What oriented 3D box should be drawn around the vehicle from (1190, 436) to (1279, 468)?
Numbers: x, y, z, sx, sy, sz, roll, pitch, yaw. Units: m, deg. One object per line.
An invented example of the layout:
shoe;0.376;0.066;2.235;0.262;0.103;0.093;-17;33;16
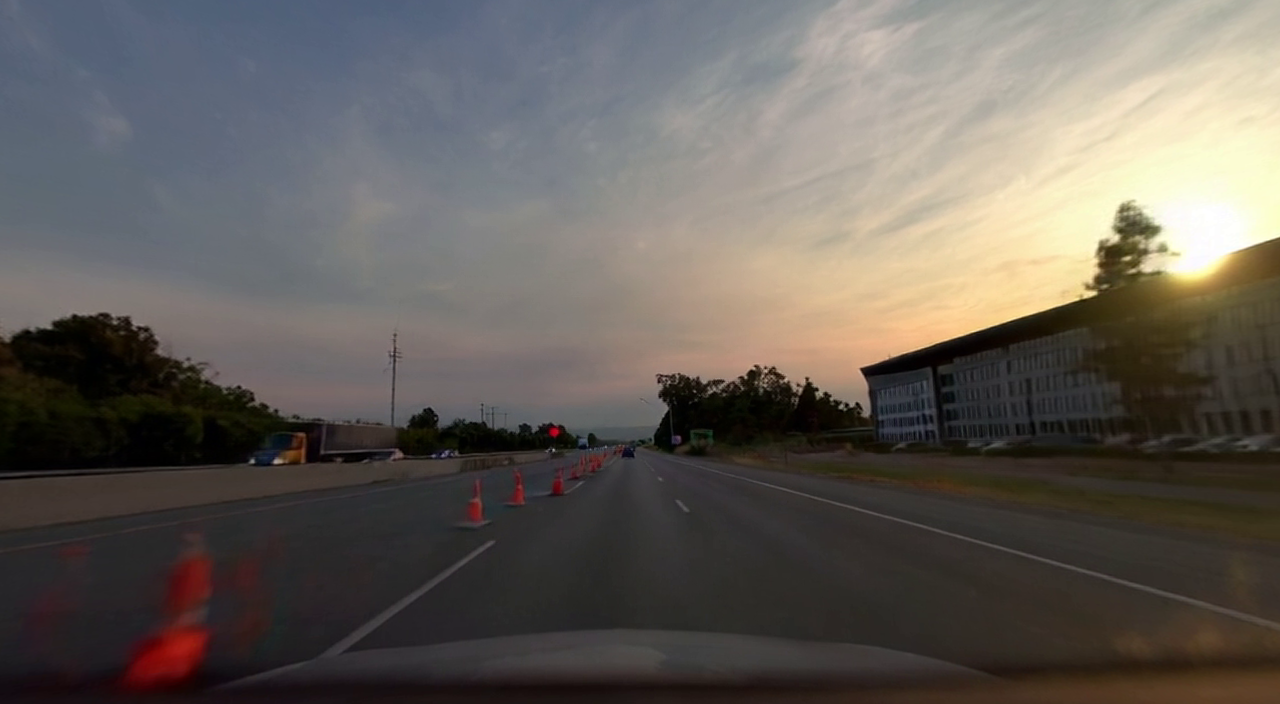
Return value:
vehicle;30.414;4.982;31.428;4.160;1.547;1.986;0;-9;-1
